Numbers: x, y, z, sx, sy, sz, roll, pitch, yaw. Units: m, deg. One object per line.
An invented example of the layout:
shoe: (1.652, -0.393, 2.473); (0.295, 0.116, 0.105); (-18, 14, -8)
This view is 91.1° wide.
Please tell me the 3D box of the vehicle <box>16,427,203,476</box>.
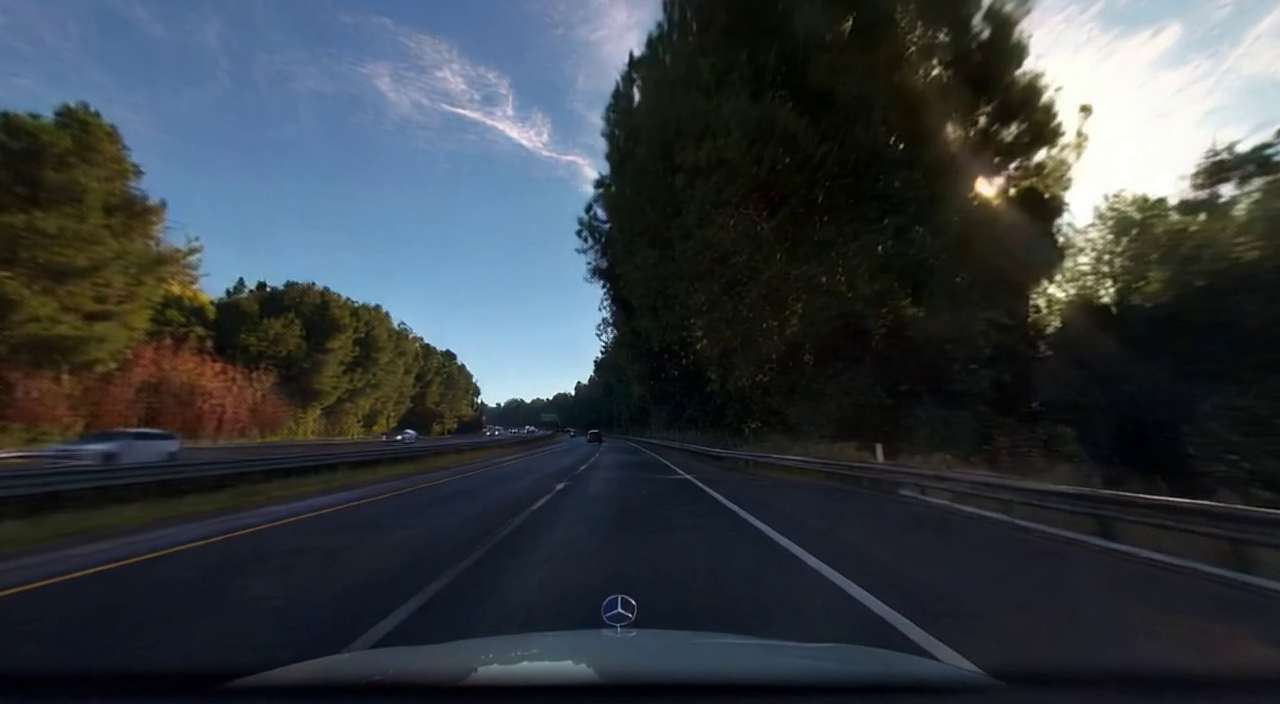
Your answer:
vehicle: (-16.833, 3.173, 20.363); (1.957, 1.378, 4.740); (0, -8, 0)
